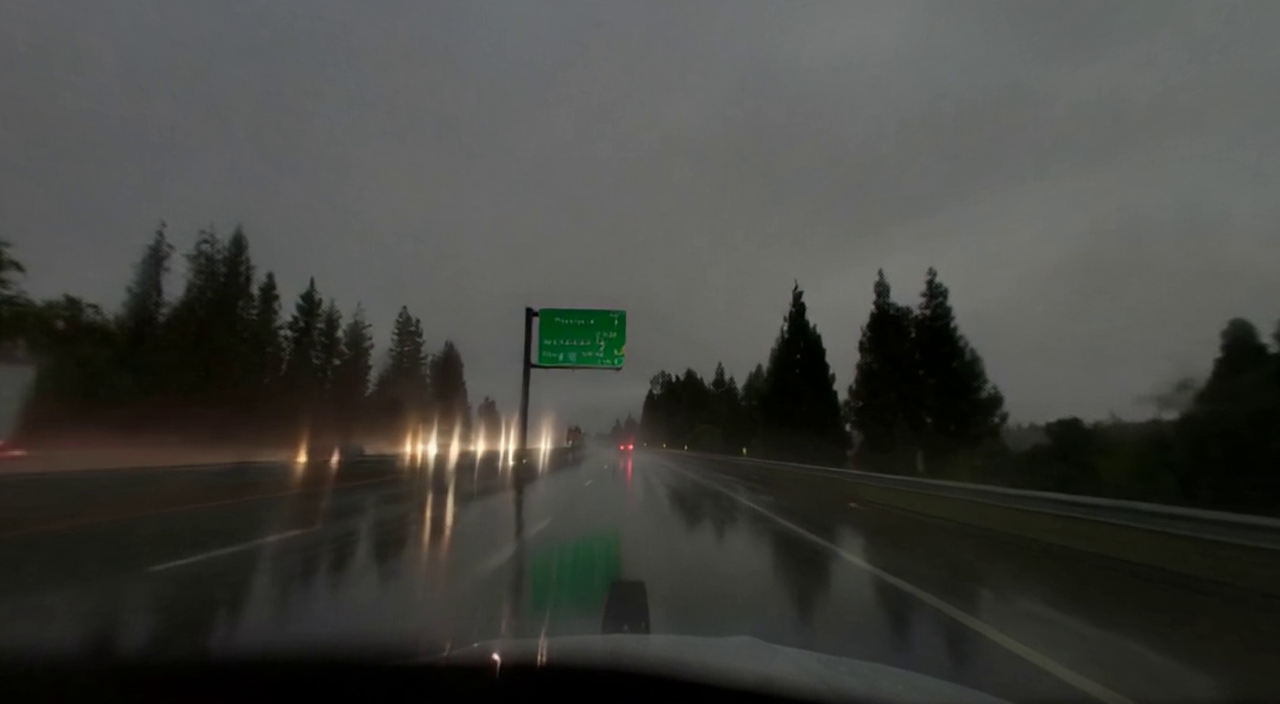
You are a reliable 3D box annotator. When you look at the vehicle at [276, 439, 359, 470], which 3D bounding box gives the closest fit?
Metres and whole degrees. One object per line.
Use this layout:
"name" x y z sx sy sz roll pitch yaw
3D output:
"vehicle" -17.022 5.416 33.402 1.932 1.516 4.694 0 -9 0
